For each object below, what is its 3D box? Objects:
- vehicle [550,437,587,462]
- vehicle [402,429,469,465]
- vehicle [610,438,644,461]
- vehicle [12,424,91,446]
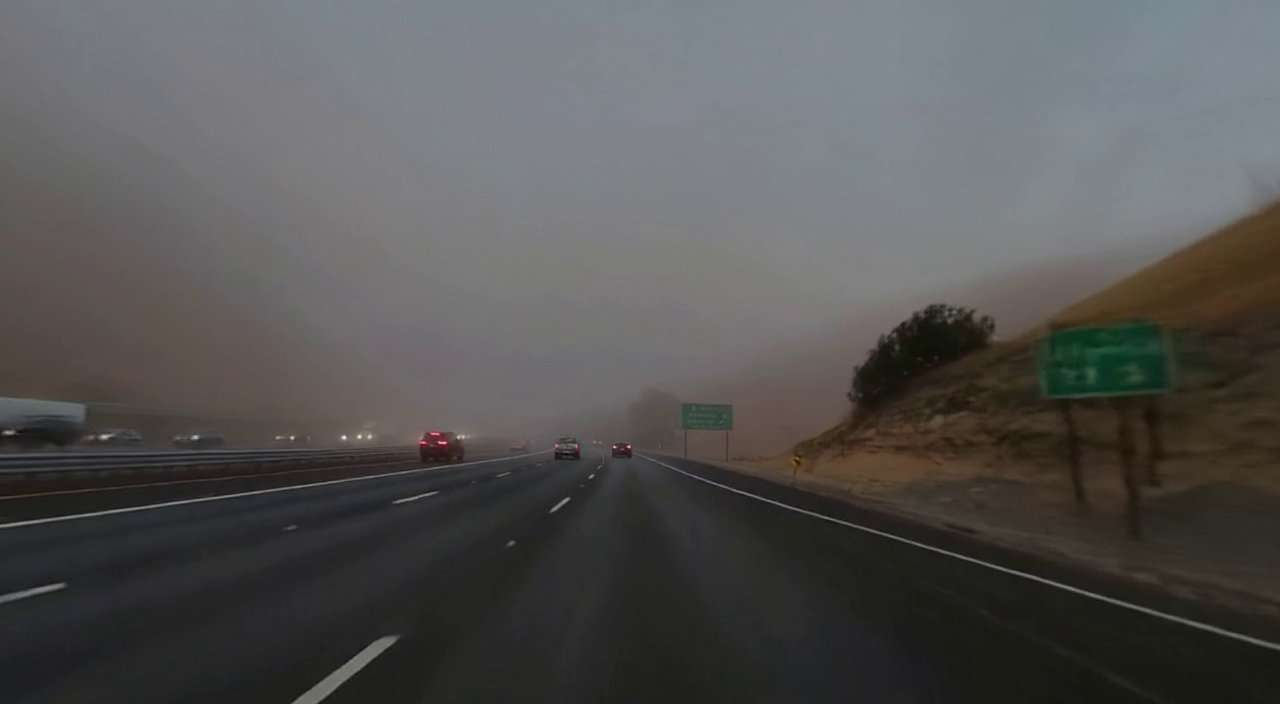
[{"bbox_3d":[-4.762,6.589,42.600,2.060,1.631,4.214,0,-9,-1],"label":"vehicle"},{"bbox_3d":[-11.781,5.524,36.676,2.219,1.923,4.985,0,-8,0],"label":"vehicle"},{"bbox_3d":[-0.991,7.282,47.082,2.421,1.594,4.248,0,-9,-2],"label":"vehicle"},{"bbox_3d":[-42.983,6.139,46.139,1.757,1.493,4.188,0,-9,-1],"label":"vehicle"}]
